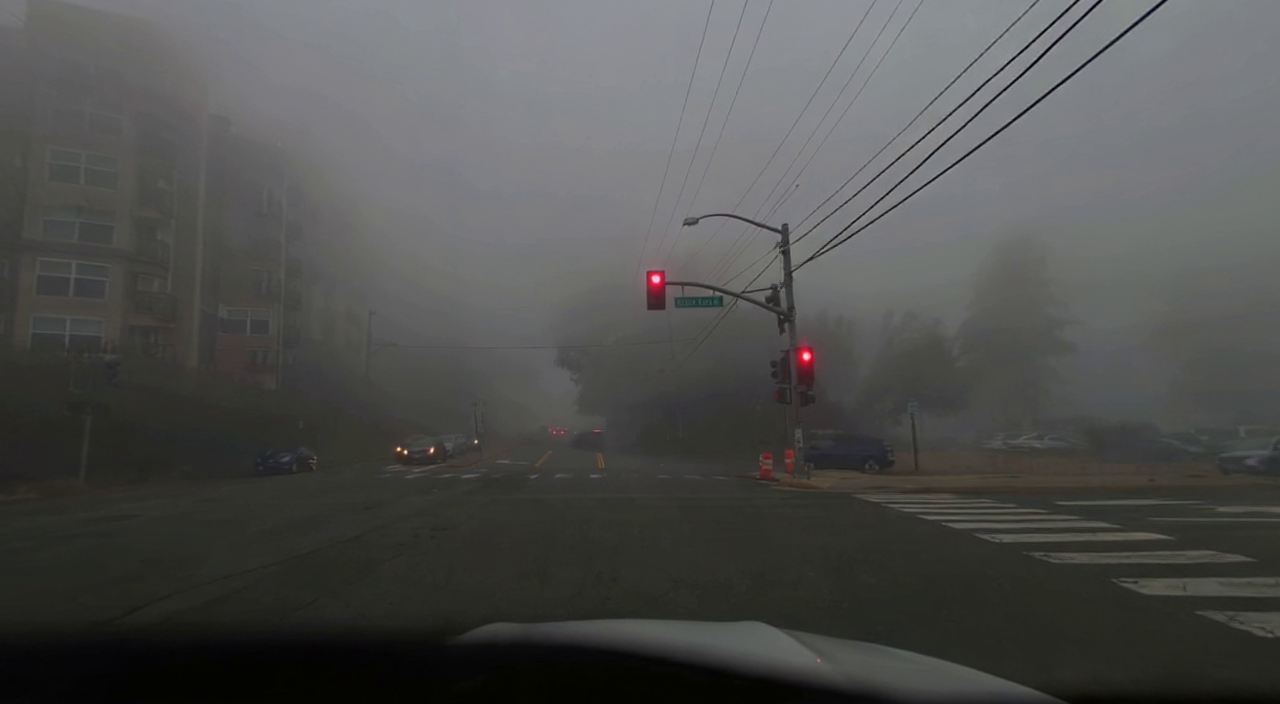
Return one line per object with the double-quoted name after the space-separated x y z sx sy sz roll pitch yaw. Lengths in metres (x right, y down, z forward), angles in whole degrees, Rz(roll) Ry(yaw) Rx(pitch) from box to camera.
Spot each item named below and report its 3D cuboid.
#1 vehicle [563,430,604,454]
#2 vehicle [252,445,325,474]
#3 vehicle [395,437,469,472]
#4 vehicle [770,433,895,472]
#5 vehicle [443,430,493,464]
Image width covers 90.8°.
-4.249 6.742 47.118 1.993 1.664 4.424 3 -9 -19 "vehicle"
-21.089 6.458 38.124 1.981 1.628 4.336 0 -9 -1 "vehicle"
-9.681 4.800 29.785 2.116 1.521 4.294 0 -9 -2 "vehicle"
8.430 4.445 27.980 4.790 1.571 2.073 -8 -12 43 "vehicle"
-9.769 5.452 36.191 1.910 1.818 4.057 0 -9 -3 "vehicle"
